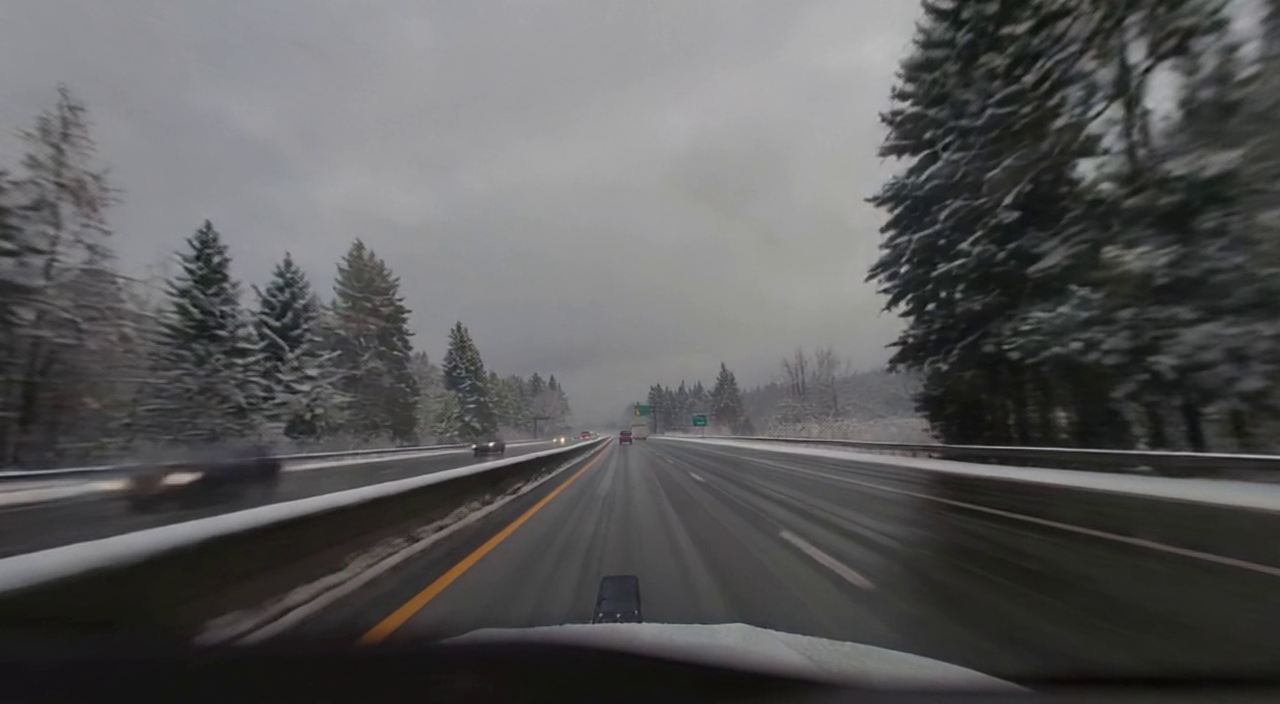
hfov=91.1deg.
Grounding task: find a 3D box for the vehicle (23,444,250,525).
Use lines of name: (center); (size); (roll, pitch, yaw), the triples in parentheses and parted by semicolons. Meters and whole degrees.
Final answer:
vehicle: (-13.057, 3.402, 16.775); (2.765, 1.836, 3.942); (0, -8, -1)
